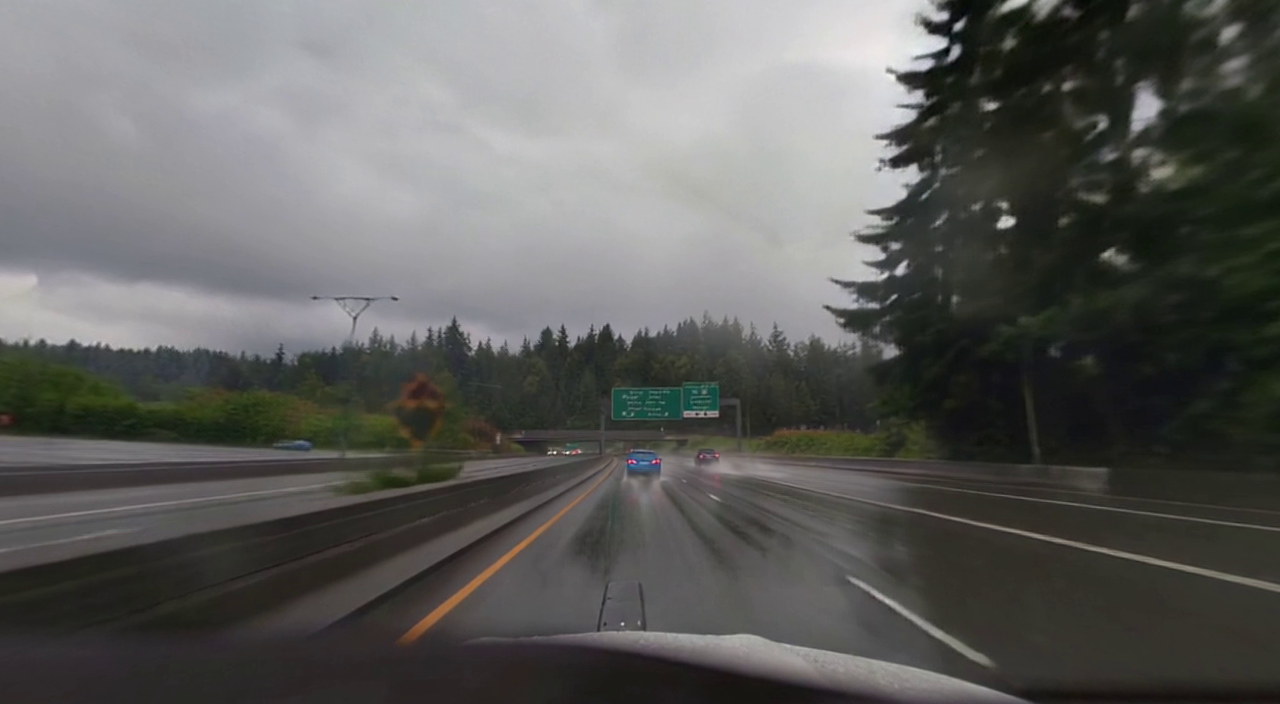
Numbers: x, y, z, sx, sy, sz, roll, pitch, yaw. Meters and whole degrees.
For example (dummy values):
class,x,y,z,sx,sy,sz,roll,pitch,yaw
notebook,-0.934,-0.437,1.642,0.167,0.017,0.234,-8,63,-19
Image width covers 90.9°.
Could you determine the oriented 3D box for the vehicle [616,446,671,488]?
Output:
class,x,y,z,sx,sy,sz,roll,pitch,yaw
vehicle,0.089,4.602,25.581,2.069,1.523,4.012,0,-9,-1
